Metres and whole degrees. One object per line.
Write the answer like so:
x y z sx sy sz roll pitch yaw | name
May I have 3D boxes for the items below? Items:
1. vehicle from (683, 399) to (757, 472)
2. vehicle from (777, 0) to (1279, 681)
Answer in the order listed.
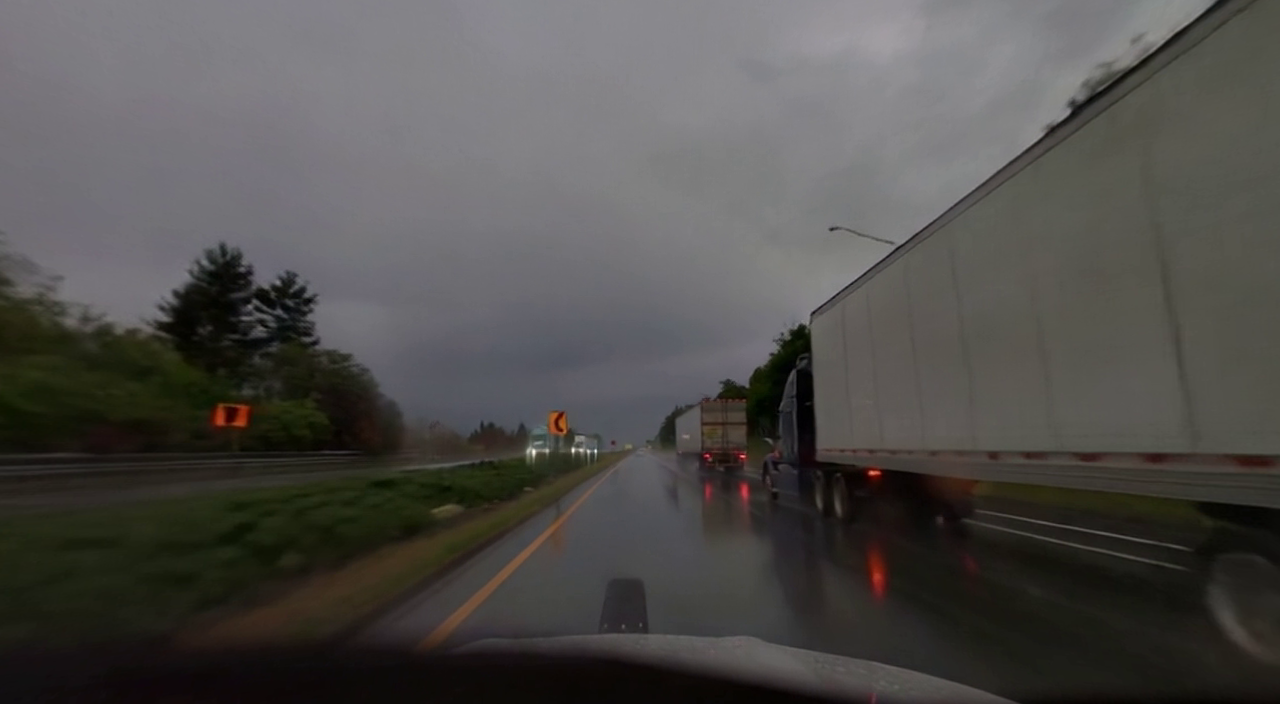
4.903 5.744 42.171 2.983 4.030 14.444 0 -9 0 | vehicle
5.014 0.588 8.776 2.929 4.093 14.258 0 -9 0 | vehicle
